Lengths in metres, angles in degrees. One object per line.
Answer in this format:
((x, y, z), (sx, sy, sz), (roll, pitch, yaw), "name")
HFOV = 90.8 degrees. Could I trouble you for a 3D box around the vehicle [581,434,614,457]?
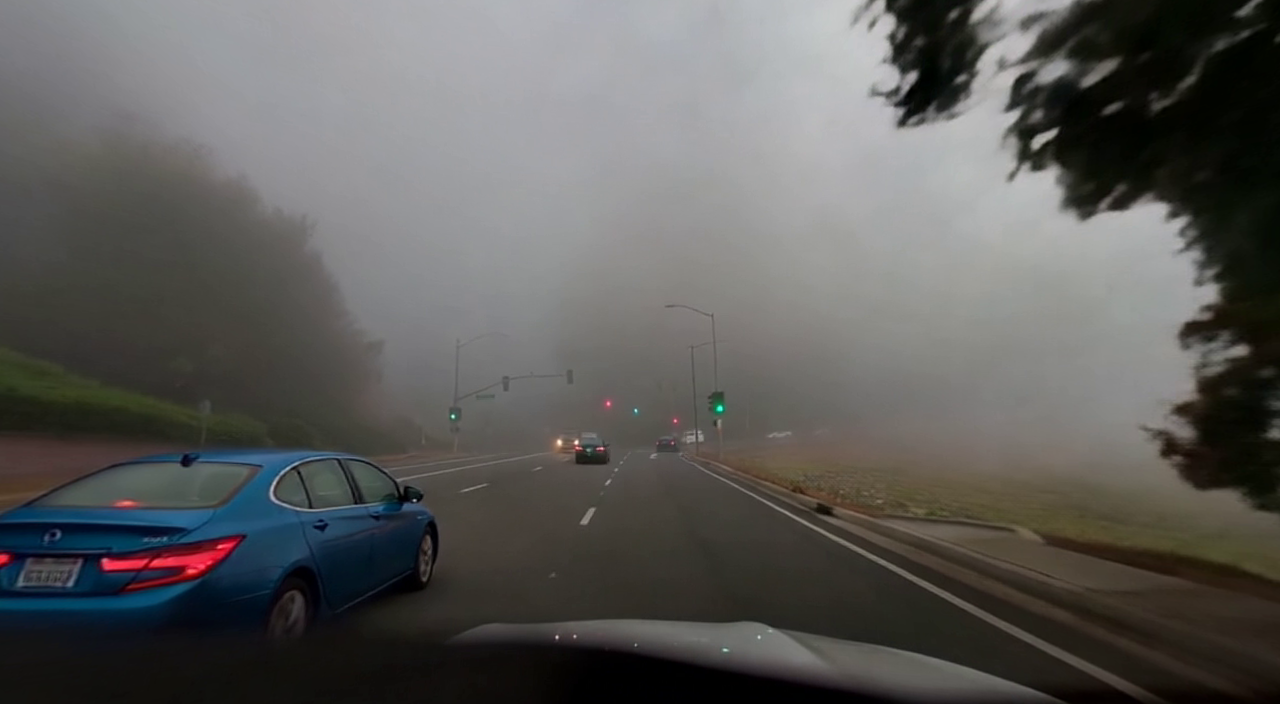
((-2.930, 6.616, 44.650), (1.979, 1.492, 3.930), (0, -9, 1), "vehicle")
